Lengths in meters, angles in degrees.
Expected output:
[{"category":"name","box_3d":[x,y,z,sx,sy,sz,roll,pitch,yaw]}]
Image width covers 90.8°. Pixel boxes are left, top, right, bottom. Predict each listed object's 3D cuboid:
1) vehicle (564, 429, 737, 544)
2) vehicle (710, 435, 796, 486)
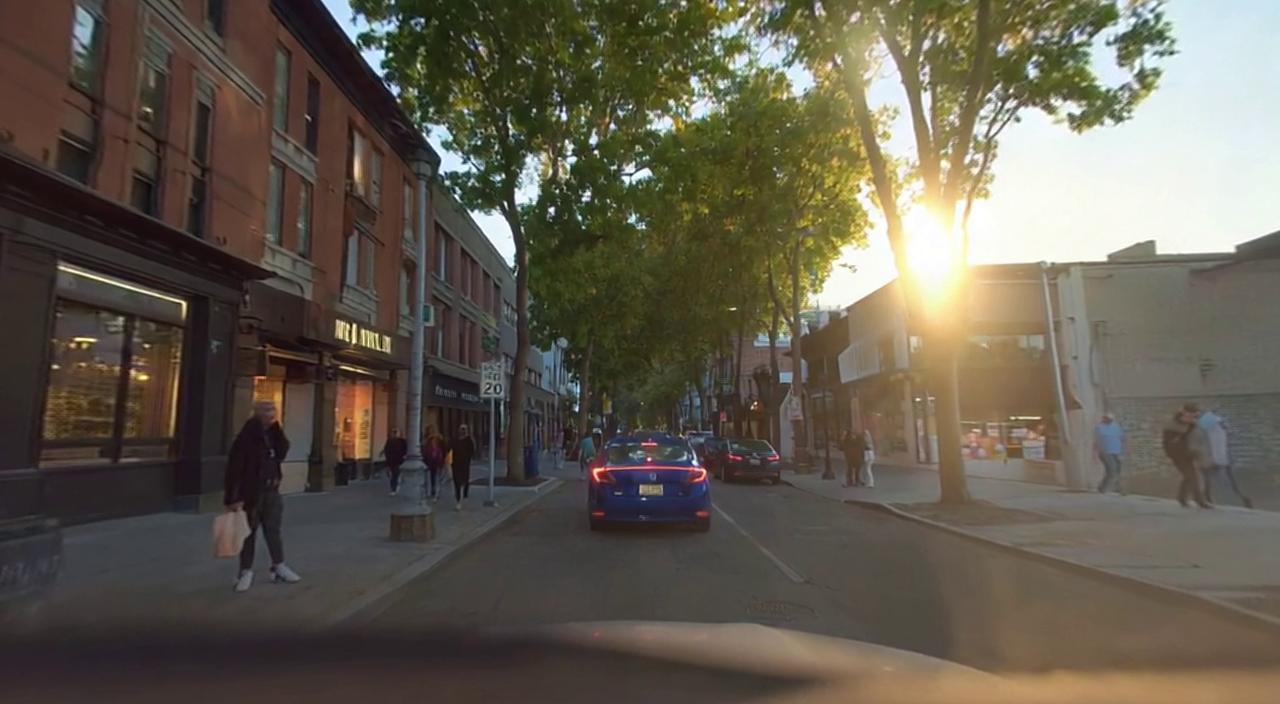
[{"category":"vehicle","box_3d":[0.108,2.076,10.405,2.261,1.474,4.130,0,-8,-1]},{"category":"vehicle","box_3d":[3.664,3.617,21.325,2.025,1.523,4.426,0,-9,-1]}]
